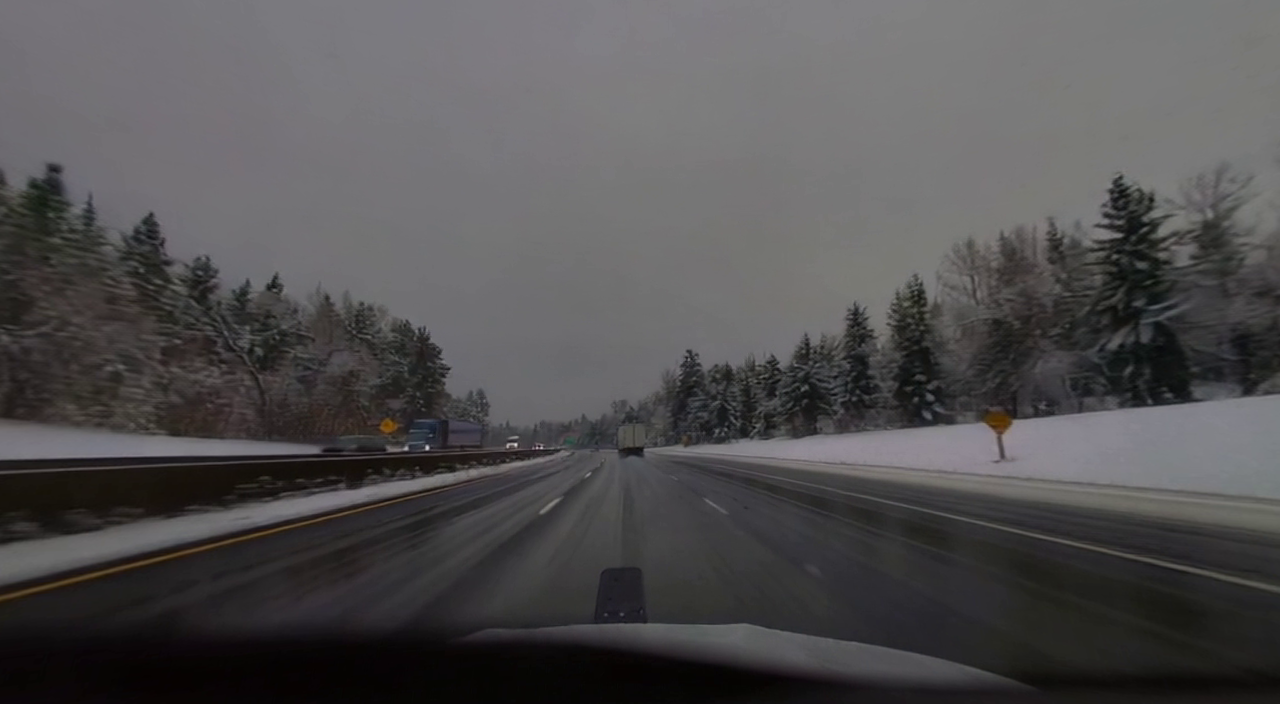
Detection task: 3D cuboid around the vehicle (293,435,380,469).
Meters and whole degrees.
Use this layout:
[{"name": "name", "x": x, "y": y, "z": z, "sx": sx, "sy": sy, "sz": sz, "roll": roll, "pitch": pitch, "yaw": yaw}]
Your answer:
[{"name": "vehicle", "x": -13.848, "y": 4.601, "z": 29.085, "sx": 1.854, "sy": 1.438, "sz": 4.451, "roll": 0, "pitch": -9, "yaw": -1}]
